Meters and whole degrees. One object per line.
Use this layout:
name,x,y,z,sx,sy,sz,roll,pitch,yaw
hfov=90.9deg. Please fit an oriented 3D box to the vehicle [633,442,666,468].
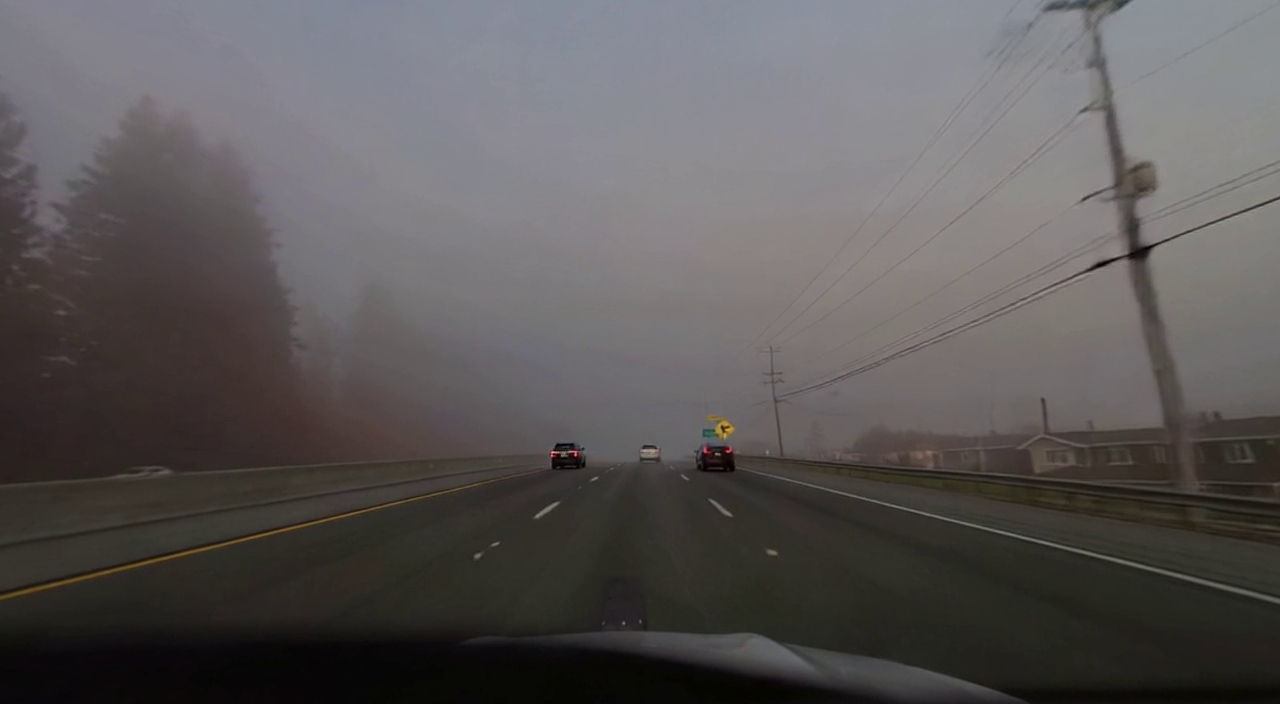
vehicle,0.603,6.777,41.863,2.049,1.620,4.153,0,-8,0

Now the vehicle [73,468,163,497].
vehicle,-35.224,8.805,42.789,1.944,1.663,4.832,0,-8,0

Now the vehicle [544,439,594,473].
vehicle,-3.932,5.831,35.751,2.217,1.773,4.553,0,-8,1

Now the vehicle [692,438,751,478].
vehicle,3.438,4.540,27.232,1.996,1.579,3.841,0,-8,-1
